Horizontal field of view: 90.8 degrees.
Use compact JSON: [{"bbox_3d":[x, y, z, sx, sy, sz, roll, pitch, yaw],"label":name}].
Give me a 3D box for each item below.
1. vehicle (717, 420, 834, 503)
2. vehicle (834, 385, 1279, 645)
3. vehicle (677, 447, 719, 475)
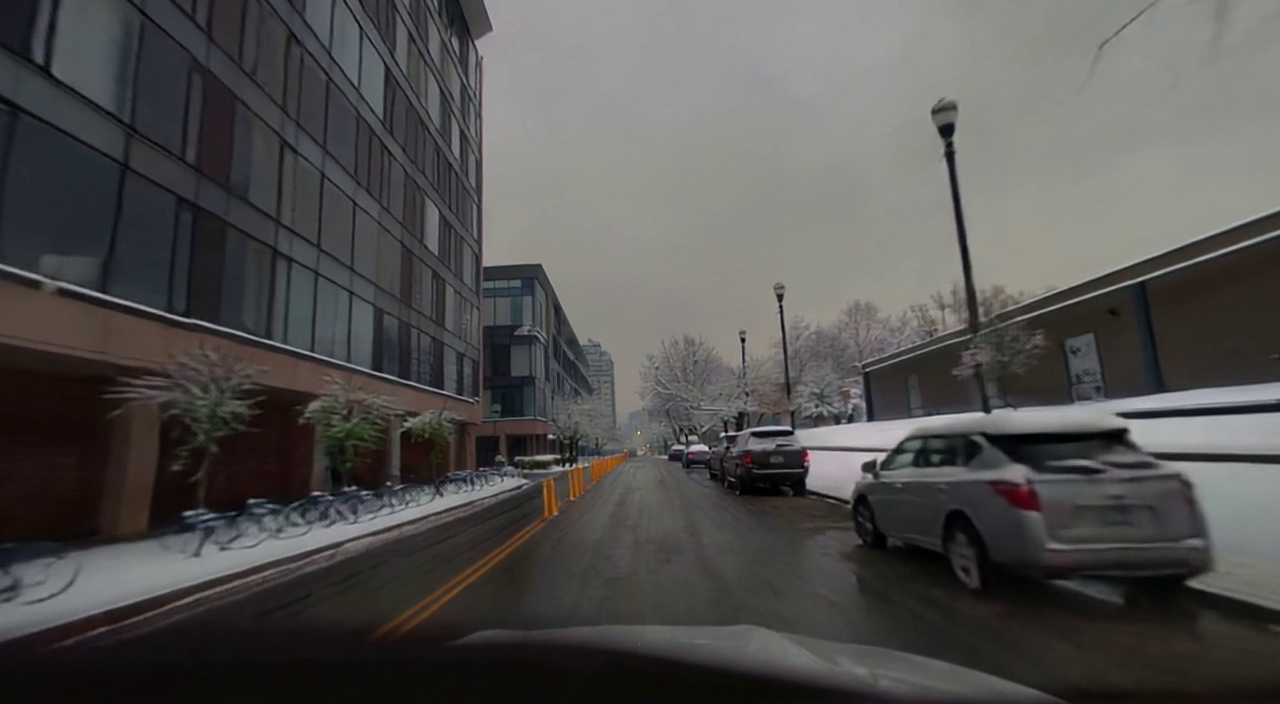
[{"bbox_3d":[3.451,2.944,17.196,2.127,1.864,4.892,-1,-9,0],"label":"vehicle"},{"bbox_3d":[3.789,1.469,6.625,1.999,1.769,4.191,-1,-9,-2],"label":"vehicle"},{"bbox_3d":[3.281,6.269,36.555,1.963,1.445,4.948,-1,-9,0],"label":"vehicle"}]
